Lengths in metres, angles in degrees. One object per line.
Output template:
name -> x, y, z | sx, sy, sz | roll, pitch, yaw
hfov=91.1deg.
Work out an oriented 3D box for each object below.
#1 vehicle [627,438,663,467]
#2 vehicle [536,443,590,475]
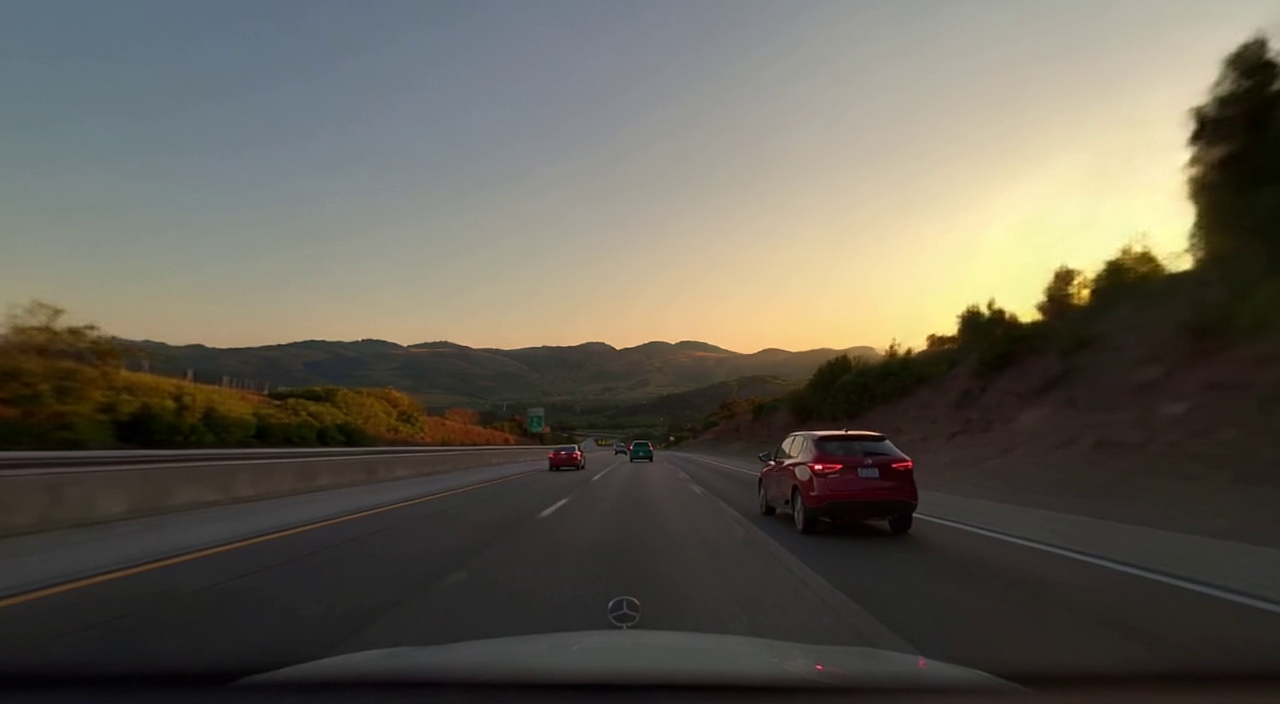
vehicle -> 0.290, 6.785, 42.473 | 2.272, 1.836, 4.866 | 0, -9, 0
vehicle -> -3.742, 5.299, 31.431 | 2.082, 1.485, 4.237 | 0, -9, 1
